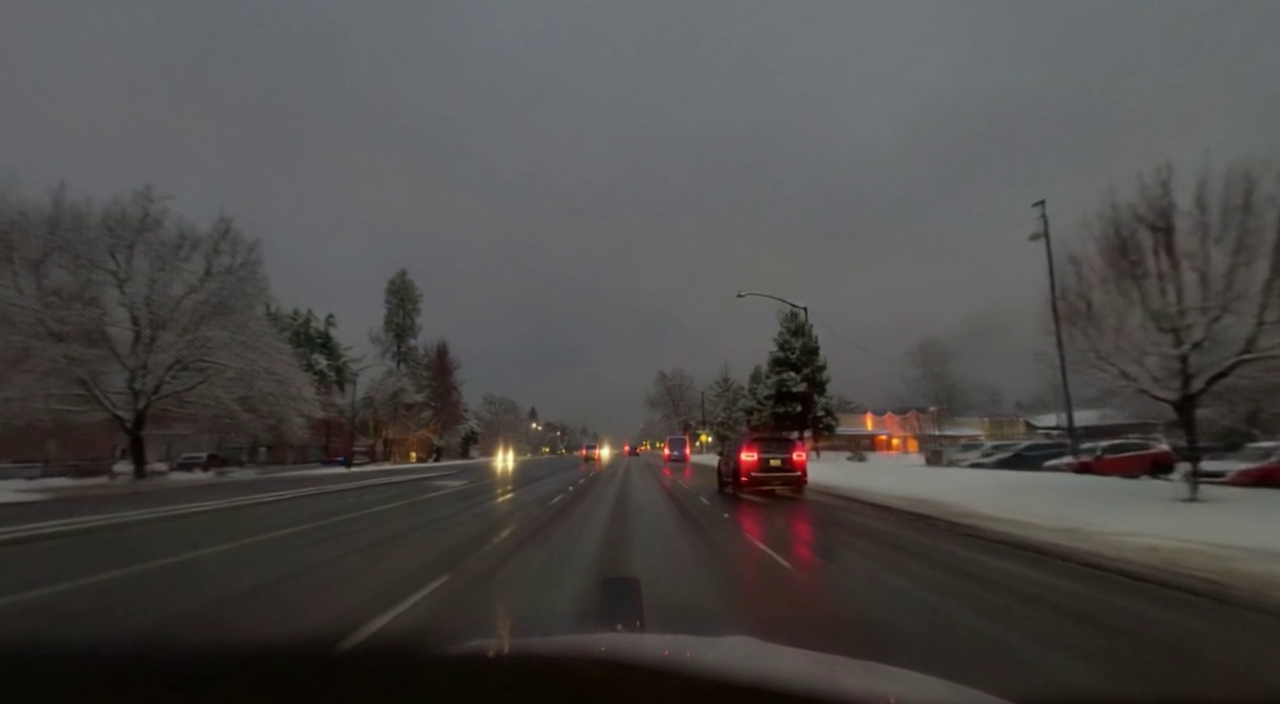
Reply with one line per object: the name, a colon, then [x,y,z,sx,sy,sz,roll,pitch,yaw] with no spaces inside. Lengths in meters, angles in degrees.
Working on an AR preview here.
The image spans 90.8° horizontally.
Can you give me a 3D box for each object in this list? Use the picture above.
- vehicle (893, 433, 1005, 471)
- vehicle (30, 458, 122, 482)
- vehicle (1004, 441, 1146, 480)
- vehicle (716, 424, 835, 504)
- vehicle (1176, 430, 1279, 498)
vehicle: [15.805,5.125,32.456,4.682,1.635,2.053,-2,-9,-6]
vehicle: [-41.739,8.737,46.832,4.663,1.660,2.182,0,-9,0]
vehicle: [16.742,4.161,24.414,4.203,1.424,2.077,2,-9,-11]
vehicle: [3.356,2.881,16.611,2.060,1.816,4.343,0,-9,-1]
vehicle: [18.038,3.048,17.455,4.970,1.700,2.108,2,-9,-11]
